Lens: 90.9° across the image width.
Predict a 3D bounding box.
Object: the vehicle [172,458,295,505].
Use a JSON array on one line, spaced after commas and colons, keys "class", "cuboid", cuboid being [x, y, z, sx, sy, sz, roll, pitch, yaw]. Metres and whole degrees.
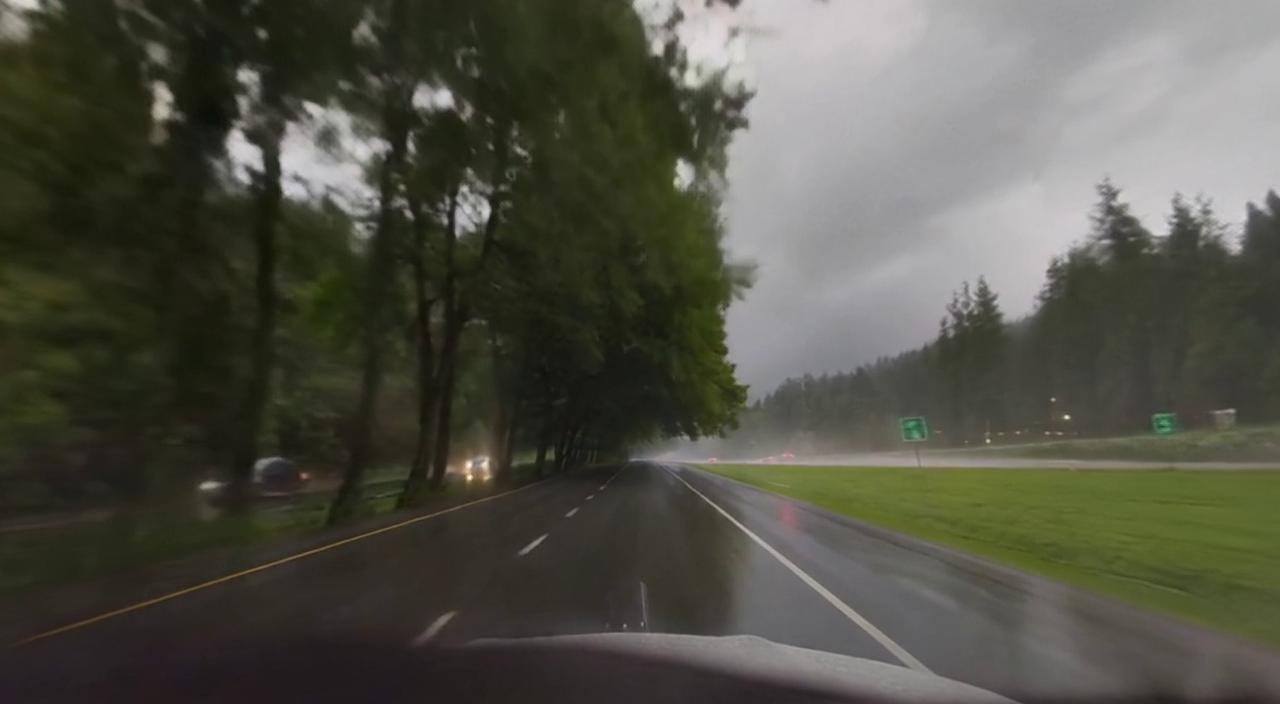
[{"class": "vehicle", "cuboid": [-15.069, 4.784, 23.661, 1.831, 1.543, 4.034, 0, -9, 2]}]
